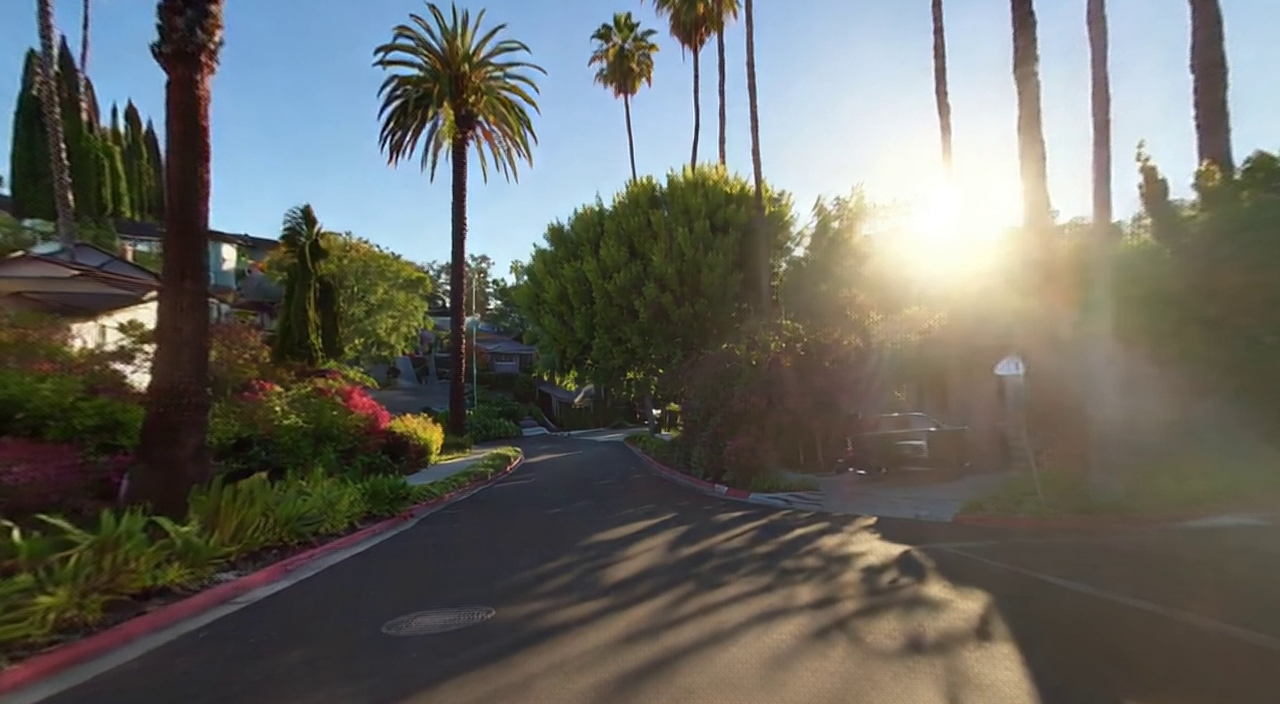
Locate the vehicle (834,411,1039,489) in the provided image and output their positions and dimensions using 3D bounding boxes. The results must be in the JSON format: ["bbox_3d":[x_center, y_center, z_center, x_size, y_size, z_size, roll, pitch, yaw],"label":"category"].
[{"bbox_3d":[8.671,2.926,18.404,5.663,1.913,2.170,6,-10,-23],"label":"vehicle"}]
